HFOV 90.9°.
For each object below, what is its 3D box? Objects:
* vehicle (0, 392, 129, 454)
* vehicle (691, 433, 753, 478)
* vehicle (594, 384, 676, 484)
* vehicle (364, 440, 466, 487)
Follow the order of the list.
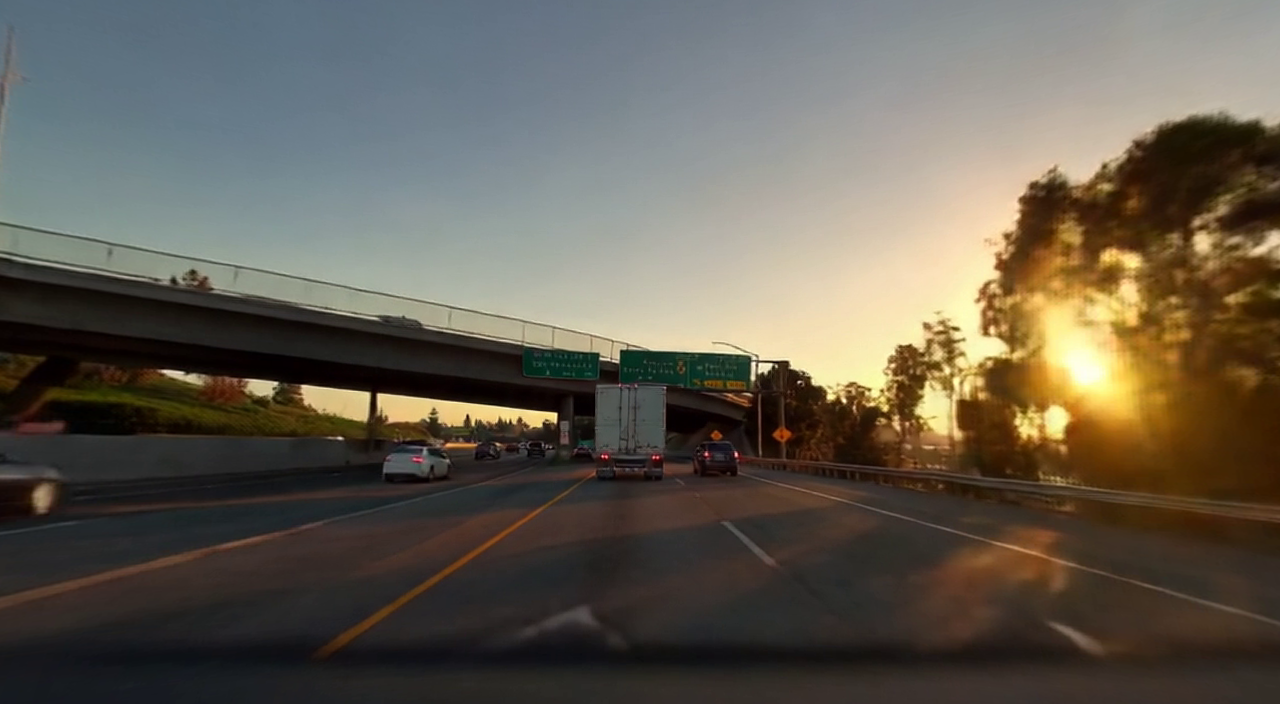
[{"bbox_3d":[-42.738,4.998,43.235,2.867,3.957,16.267,0,-9,-4],"label":"vehicle"},{"bbox_3d":[3.816,4.964,30.378,2.174,1.968,5.016,0,-9,-1],"label":"vehicle"},{"bbox_3d":[-0.254,3.741,28.132,2.916,3.584,10.841,0,-9,-1],"label":"vehicle"},{"bbox_3d":[-8.009,4.005,22.985,2.057,1.506,4.829,0,-9,-2],"label":"vehicle"}]
